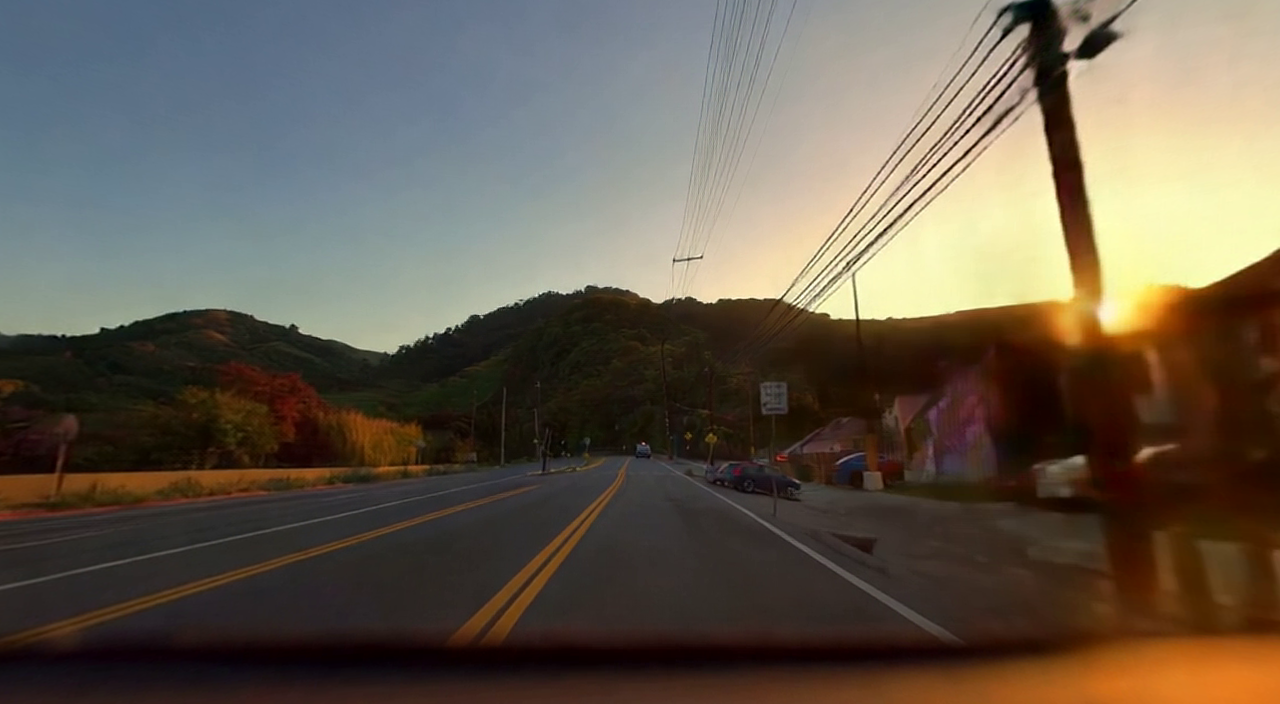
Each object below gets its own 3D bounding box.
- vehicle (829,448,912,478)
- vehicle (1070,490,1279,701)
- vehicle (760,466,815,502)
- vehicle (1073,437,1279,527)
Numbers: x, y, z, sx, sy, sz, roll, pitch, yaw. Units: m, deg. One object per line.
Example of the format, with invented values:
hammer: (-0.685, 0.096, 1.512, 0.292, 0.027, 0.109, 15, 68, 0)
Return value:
vehicle: (15.500, 7.465, 42.694, 4.798, 1.934, 1.908, 0, -9, 1)
vehicle: (6.060, 2.083, 5.444, 1.926, 1.497, 3.988, 0, -9, 1)
vehicle: (6.874, 6.197, 29.855, 1.781, 1.432, 4.169, -1, -9, 2)
vehicle: (14.914, 3.393, 16.772, 4.982, 1.869, 2.265, -4, -11, 0)
